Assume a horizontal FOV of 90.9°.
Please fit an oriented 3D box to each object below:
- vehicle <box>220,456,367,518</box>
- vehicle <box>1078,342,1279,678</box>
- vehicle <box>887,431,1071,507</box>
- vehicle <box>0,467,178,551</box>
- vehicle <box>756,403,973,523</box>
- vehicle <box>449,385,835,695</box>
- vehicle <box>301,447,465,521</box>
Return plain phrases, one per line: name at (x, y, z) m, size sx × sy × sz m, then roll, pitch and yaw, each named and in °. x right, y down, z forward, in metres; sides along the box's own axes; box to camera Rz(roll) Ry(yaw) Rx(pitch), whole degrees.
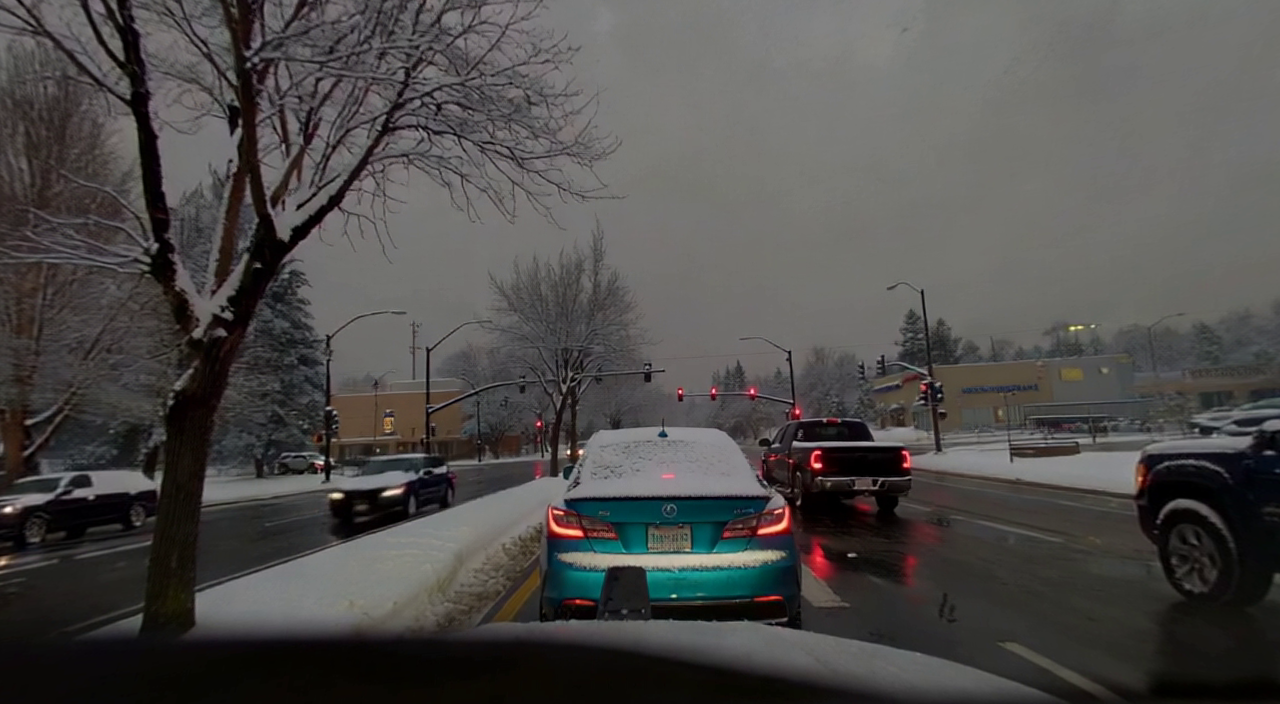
vehicle at (-9.800, 3.807, 18.290) m, size 1.806 × 1.473 × 4.303 m, roll 0°, pitch -8°, yaw 0°
vehicle at (4.452, 0.729, 2.586) m, size 2.019 × 1.803 × 4.634 m, roll -1°, pitch -8°, yaw 1°
vehicle at (7.594, 2.652, 14.769) m, size 1.856 × 1.487 × 4.454 m, roll 0°, pitch -8°, yaw 0°
vehicle at (-13.828, 3.634, 15.187) m, size 1.935 × 1.518 × 4.415 m, roll -1°, pitch -8°, yaw 2°
vehicle at (4.167, 2.209, 13.103) m, size 2.319 × 1.930 × 5.651 m, roll 0°, pitch -8°, yaw -1°
vehicle at (-0.022, 1.315, 5.522) m, size 2.116 × 1.677 × 3.948 m, roll 0°, pitch -8°, yaw -1°
vehicle at (-6.087, 3.134, 15.641) m, size 2.157 × 1.492 × 4.411 m, roll -2°, pitch -8°, yaw 1°
